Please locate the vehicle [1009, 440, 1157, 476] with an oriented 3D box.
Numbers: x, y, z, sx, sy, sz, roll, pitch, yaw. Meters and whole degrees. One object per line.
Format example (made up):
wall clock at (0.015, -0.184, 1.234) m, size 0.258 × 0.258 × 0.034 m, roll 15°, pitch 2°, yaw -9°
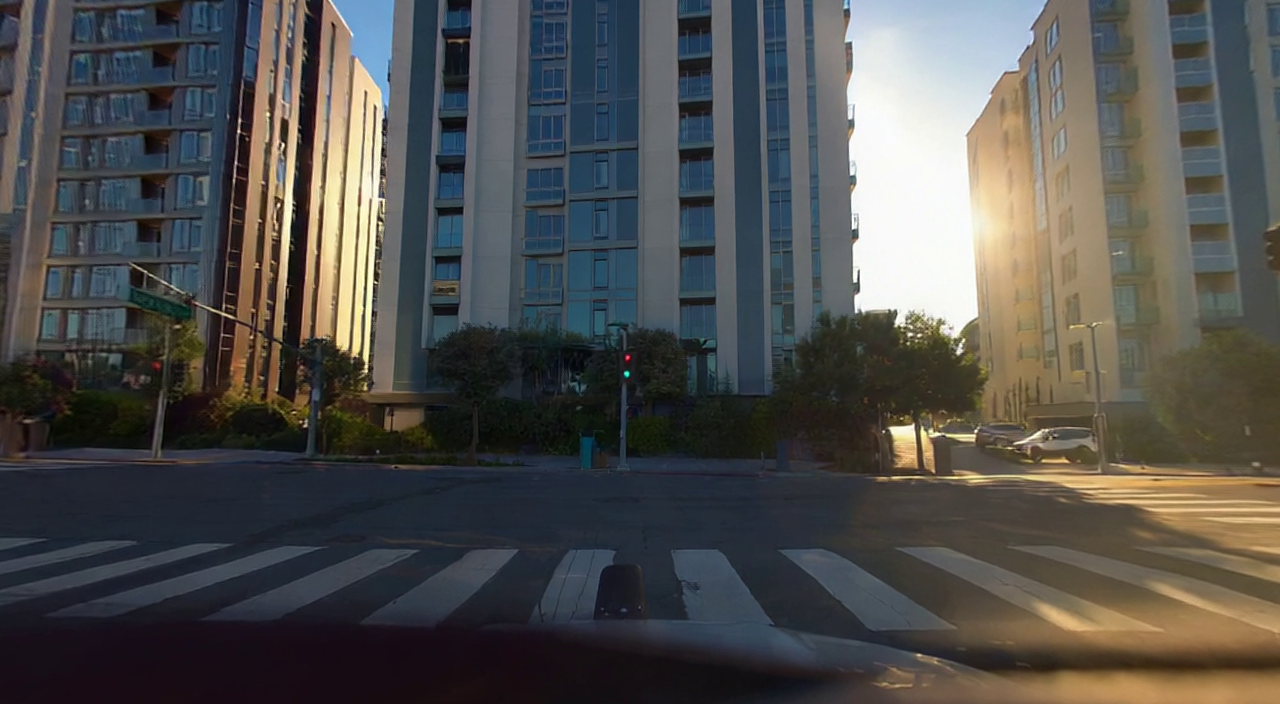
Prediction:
vehicle at (18.623, 4.461, 26.677) m, size 4.823 × 1.458 × 1.914 m, roll 0°, pitch -9°, yaw -1°
